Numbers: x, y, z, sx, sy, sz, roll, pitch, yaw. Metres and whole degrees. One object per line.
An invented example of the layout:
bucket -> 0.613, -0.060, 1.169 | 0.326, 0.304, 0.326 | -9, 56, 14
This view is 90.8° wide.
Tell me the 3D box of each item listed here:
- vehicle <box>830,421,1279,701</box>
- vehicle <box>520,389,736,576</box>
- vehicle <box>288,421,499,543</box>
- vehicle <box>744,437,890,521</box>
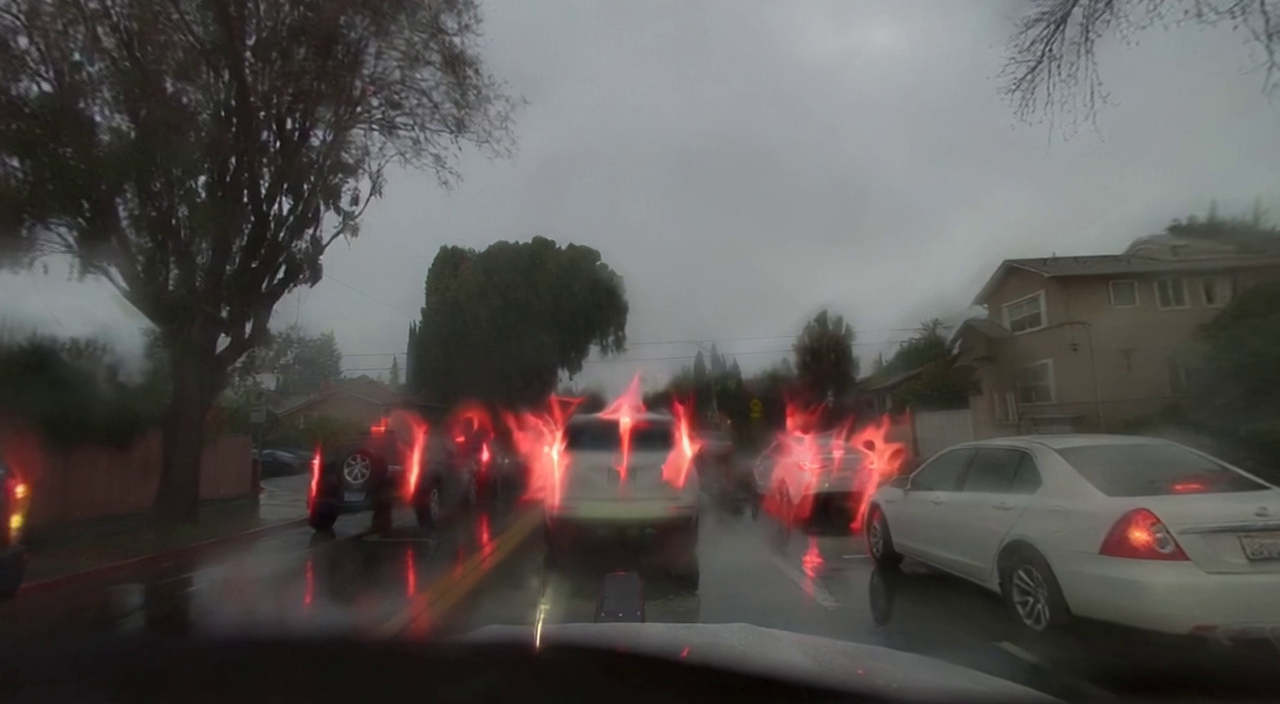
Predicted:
vehicle -> 3.473, 1.462, 5.766 | 1.977, 1.480, 4.589 | 0, -8, -1
vehicle -> -0.207, 1.616, 8.550 | 2.164, 1.867, 4.254 | 0, -8, -2
vehicle -> -3.723, 2.023, 10.520 | 1.864, 1.576, 4.324 | 0, -8, -2
vehicle -> 3.472, 2.546, 13.240 | 1.880, 1.476, 3.932 | 0, -8, 0
